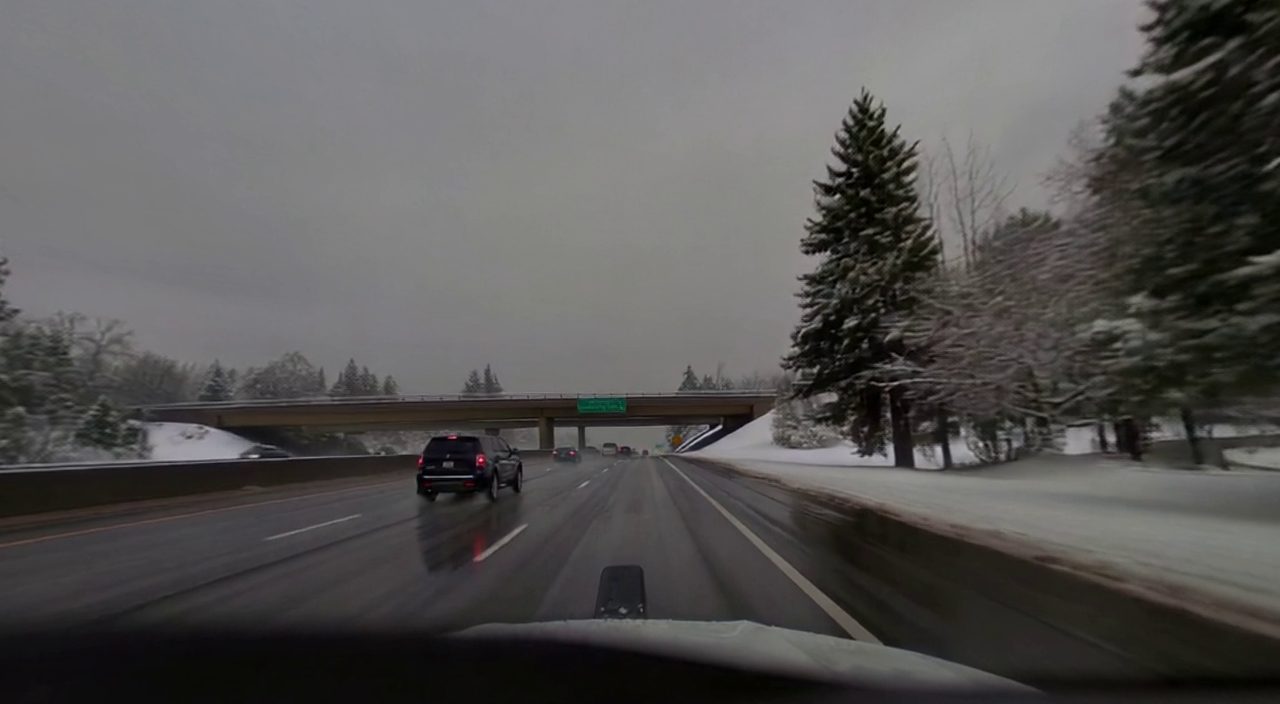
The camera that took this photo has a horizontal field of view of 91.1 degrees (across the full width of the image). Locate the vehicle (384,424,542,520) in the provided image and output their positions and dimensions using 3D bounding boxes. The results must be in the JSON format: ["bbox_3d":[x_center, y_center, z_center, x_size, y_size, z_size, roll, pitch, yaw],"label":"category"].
[{"bbox_3d":[-3.537,2.492,13.548,2.048,1.705,4.384,0,-8,1],"label":"vehicle"}]

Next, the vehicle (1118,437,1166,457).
[{"bbox_3d":[39.473,7.473,49.417,1.981,1.473,4.317,-4,-9,26],"label":"vehicle"}]

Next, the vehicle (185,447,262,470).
[{"bbox_3d":[-31.153,7.972,47.174,2.049,1.587,5.347,0,-9,1],"label":"vehicle"}]
